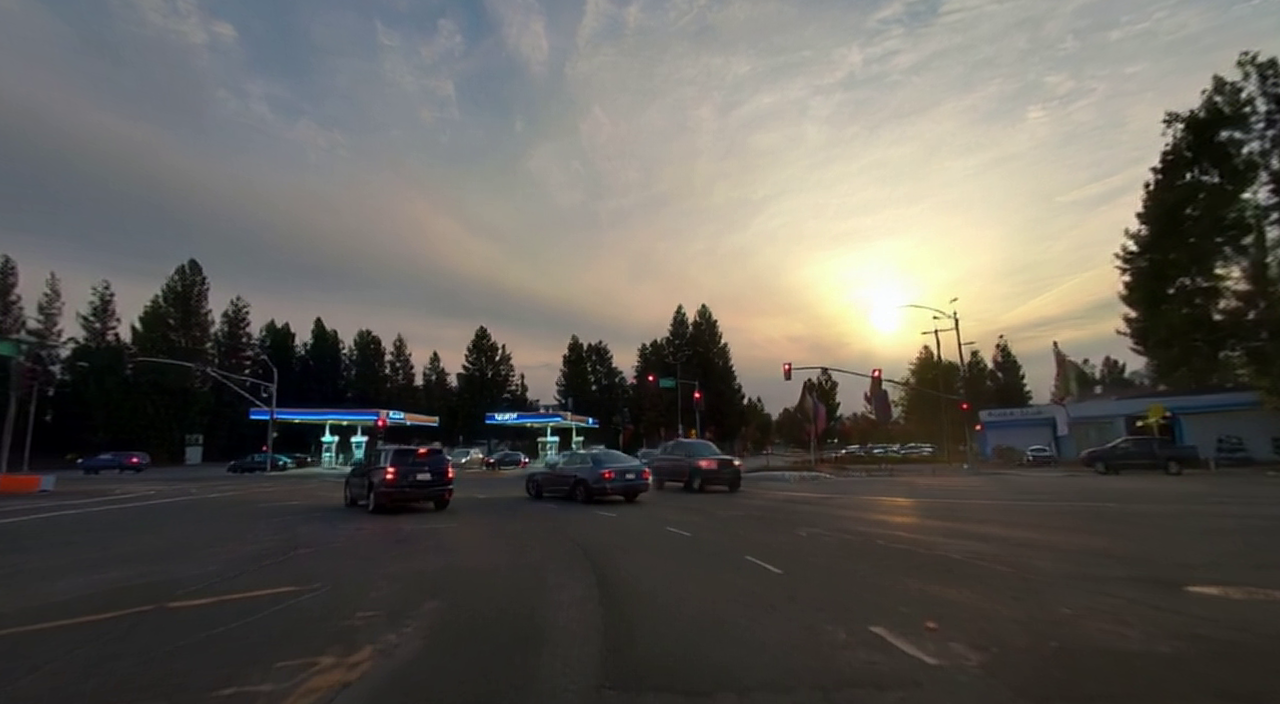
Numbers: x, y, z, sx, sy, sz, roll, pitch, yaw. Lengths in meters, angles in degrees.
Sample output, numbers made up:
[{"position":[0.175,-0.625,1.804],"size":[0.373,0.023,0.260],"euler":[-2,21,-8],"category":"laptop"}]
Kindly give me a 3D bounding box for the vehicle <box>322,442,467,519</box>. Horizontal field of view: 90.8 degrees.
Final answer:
[{"position":[-6.798,3.364,17.177],"size":[2.351,1.733,4.616],"euler":[6,-10,-38],"category":"vehicle"}]

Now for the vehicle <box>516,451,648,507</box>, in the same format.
[{"position":[-1.872,3.719,19.052],"size":[1.965,1.460,4.581],"euler":[6,-11,-34],"category":"vehicle"}]

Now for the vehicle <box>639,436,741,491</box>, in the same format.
[{"position":[1.727,4.136,23.694],"size":[2.016,1.828,4.503],"euler":[3,-10,-21],"category":"vehicle"}]

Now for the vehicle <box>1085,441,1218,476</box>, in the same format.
[{"position":[27.250,5.689,33.899],"size":[4.952,1.745,2.184],"euler":[-3,-9,17],"category":"vehicle"}]
